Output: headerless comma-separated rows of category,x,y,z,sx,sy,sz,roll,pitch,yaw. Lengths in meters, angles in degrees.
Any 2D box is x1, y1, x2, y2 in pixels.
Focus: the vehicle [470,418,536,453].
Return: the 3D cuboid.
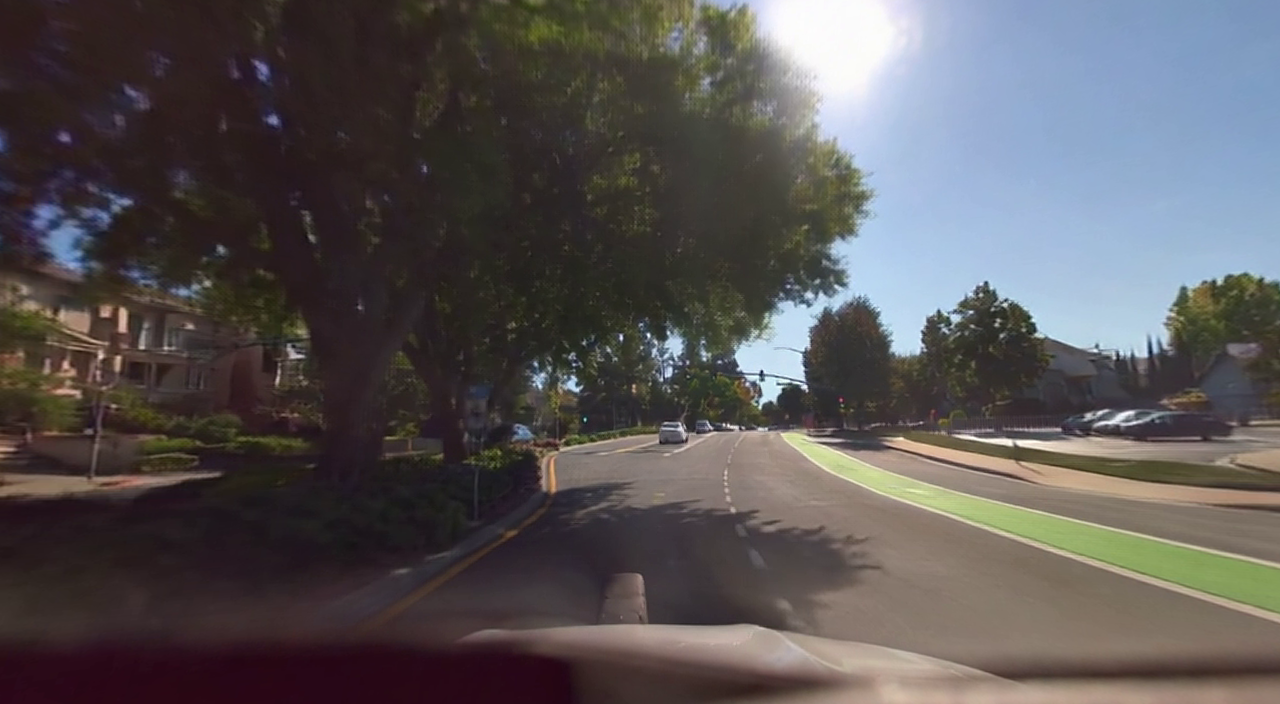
vehicle,-7.640,4.774,35.810,2.182,1.843,4.604,-1,-9,8
